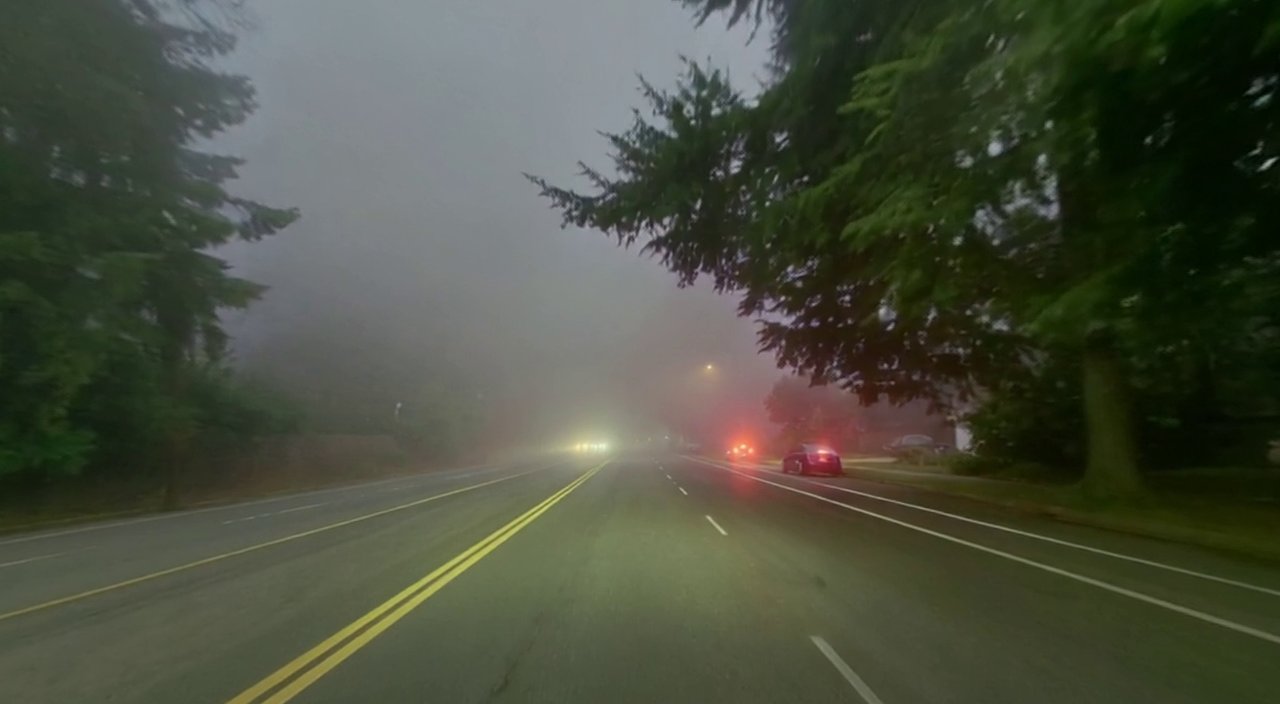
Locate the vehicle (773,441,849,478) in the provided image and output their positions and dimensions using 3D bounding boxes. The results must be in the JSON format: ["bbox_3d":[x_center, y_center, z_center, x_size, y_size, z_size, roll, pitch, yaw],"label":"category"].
[{"bbox_3d":[7.265,4.597,27.329,2.010,1.469,4.548,0,-8,0],"label":"vehicle"}]

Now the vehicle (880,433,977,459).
[{"bbox_3d":[17.637,5.772,38.815,4.793,1.537,2.353,1,-8,-5],"label":"vehicle"}]

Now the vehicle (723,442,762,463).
[{"bbox_3d":[7.367,7.240,45.756,1.967,1.449,4.645,0,-8,-1],"label":"vehicle"}]
